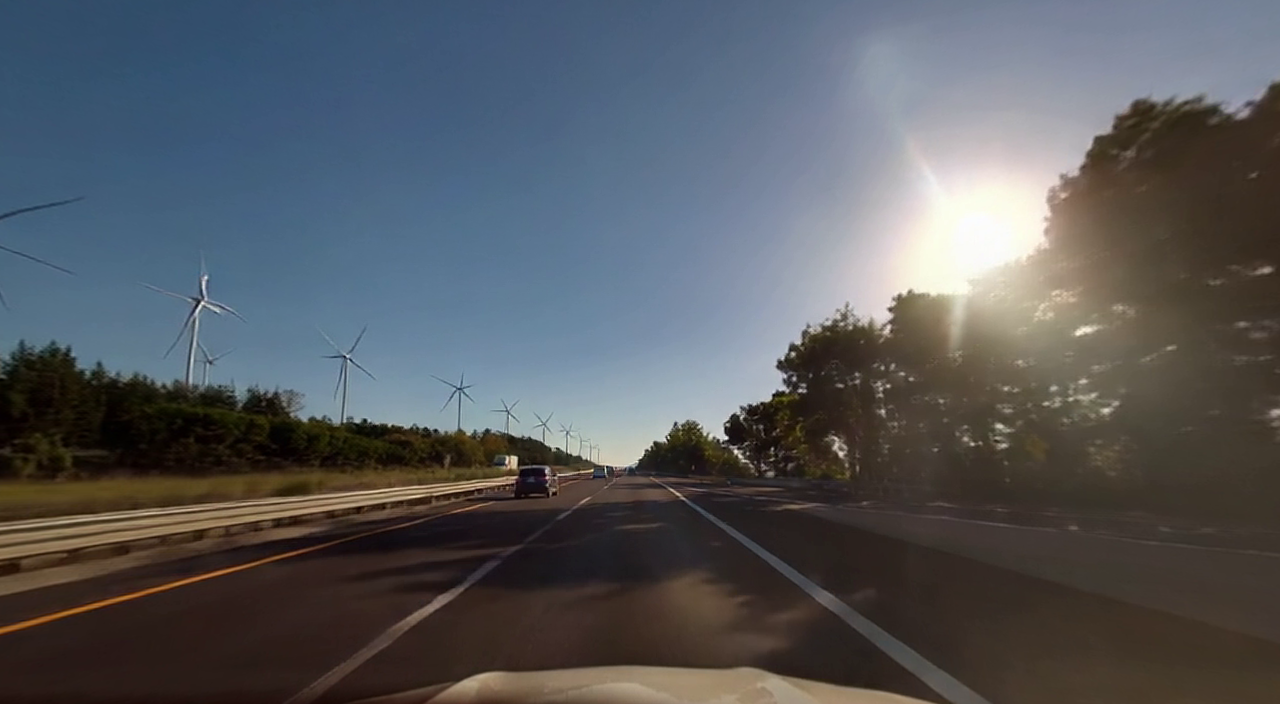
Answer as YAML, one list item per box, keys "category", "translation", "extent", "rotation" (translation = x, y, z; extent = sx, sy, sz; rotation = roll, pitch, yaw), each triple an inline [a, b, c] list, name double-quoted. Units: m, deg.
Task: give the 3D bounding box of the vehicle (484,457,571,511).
- category: "vehicle"
  translation: [-3.496, 4.227, 20.349]
  extent: [2.001, 1.486, 4.104]
  rotation: [1, -10, 0]
